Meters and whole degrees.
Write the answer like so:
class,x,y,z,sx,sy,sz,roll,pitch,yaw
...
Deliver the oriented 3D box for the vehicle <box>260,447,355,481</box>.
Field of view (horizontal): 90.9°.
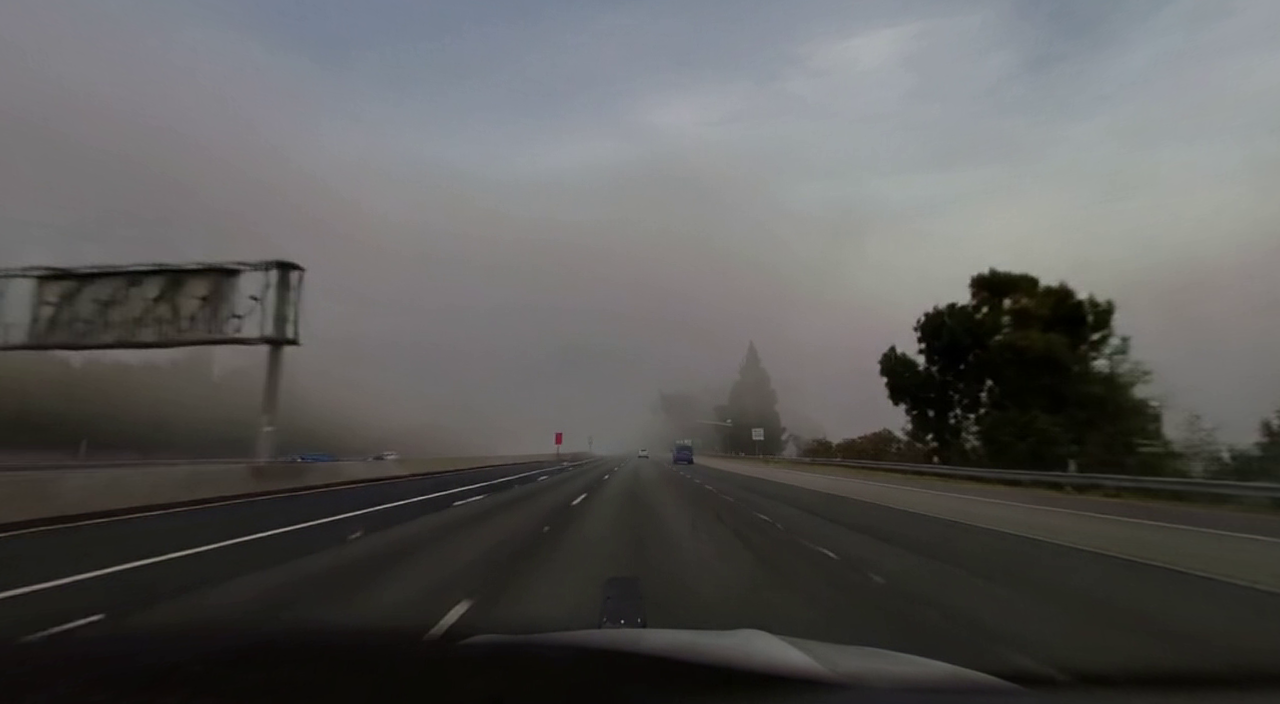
class,x,y,z,sx,sy,sz,roll,pitch,yaw
vehicle,-15.493,5.223,29.668,1.903,1.486,4.666,0,-9,0
